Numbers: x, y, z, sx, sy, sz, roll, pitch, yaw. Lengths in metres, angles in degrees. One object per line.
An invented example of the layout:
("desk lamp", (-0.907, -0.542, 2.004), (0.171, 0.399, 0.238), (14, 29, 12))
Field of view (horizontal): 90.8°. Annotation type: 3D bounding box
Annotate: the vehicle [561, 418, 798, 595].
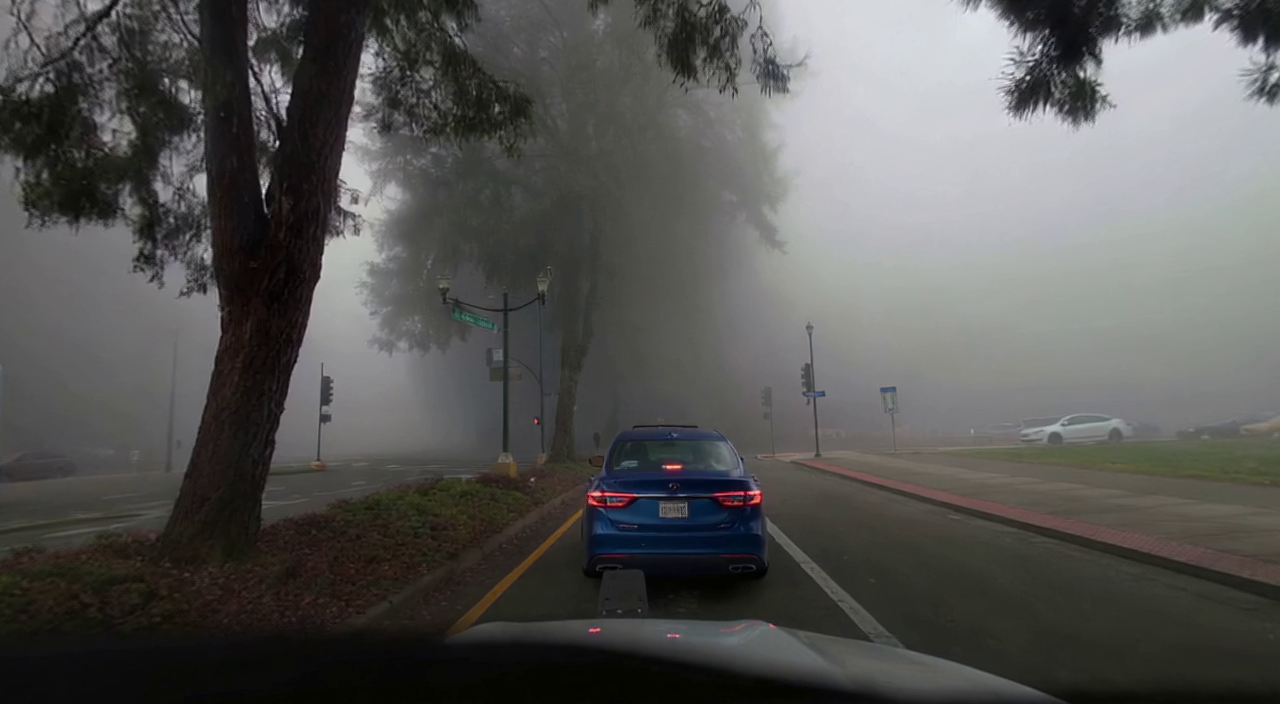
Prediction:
("vehicle", (0.376, 1.613, 7.396), (2.035, 1.499, 3.799), (0, -8, 1))
